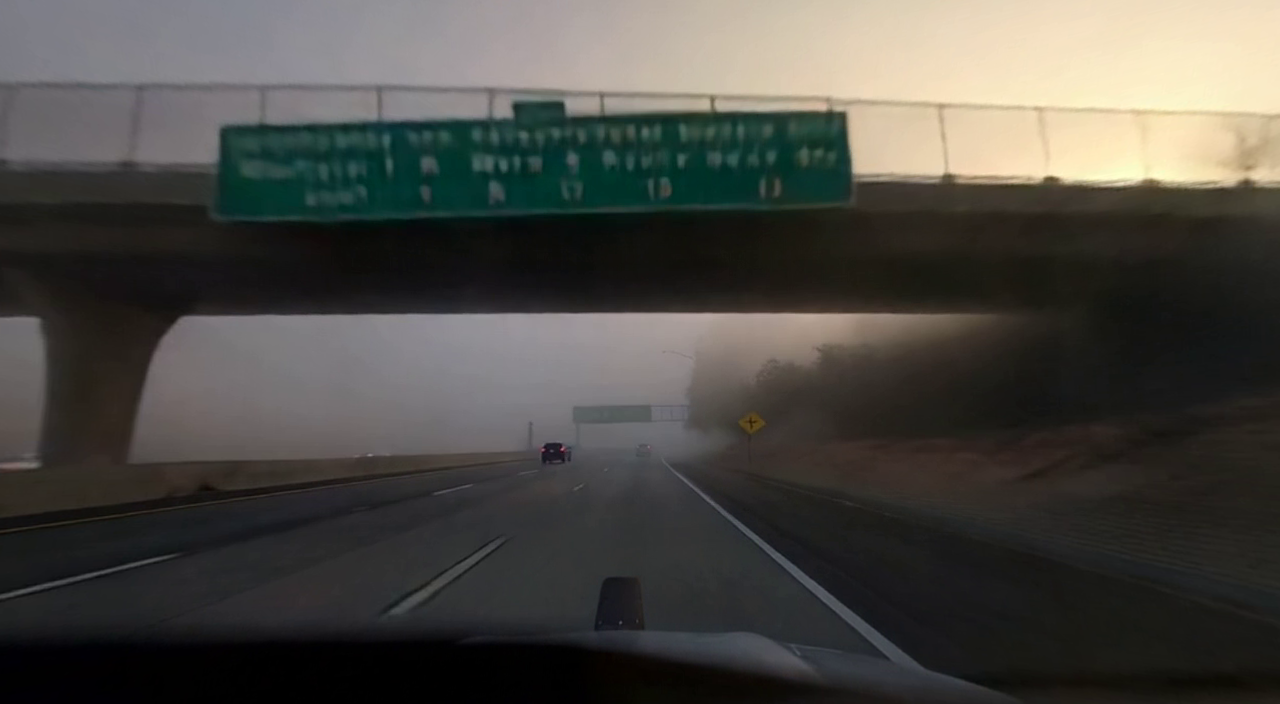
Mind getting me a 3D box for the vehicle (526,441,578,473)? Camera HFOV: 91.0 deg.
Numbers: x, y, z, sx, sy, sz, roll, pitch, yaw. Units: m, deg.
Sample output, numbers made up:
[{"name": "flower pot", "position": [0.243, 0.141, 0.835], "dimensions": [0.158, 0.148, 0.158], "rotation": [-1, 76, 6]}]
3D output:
[{"name": "vehicle", "position": [-4.573, 5.531, 33.318], "dimensions": [1.916, 1.545, 4.757], "rotation": [0, -9, 2]}]
